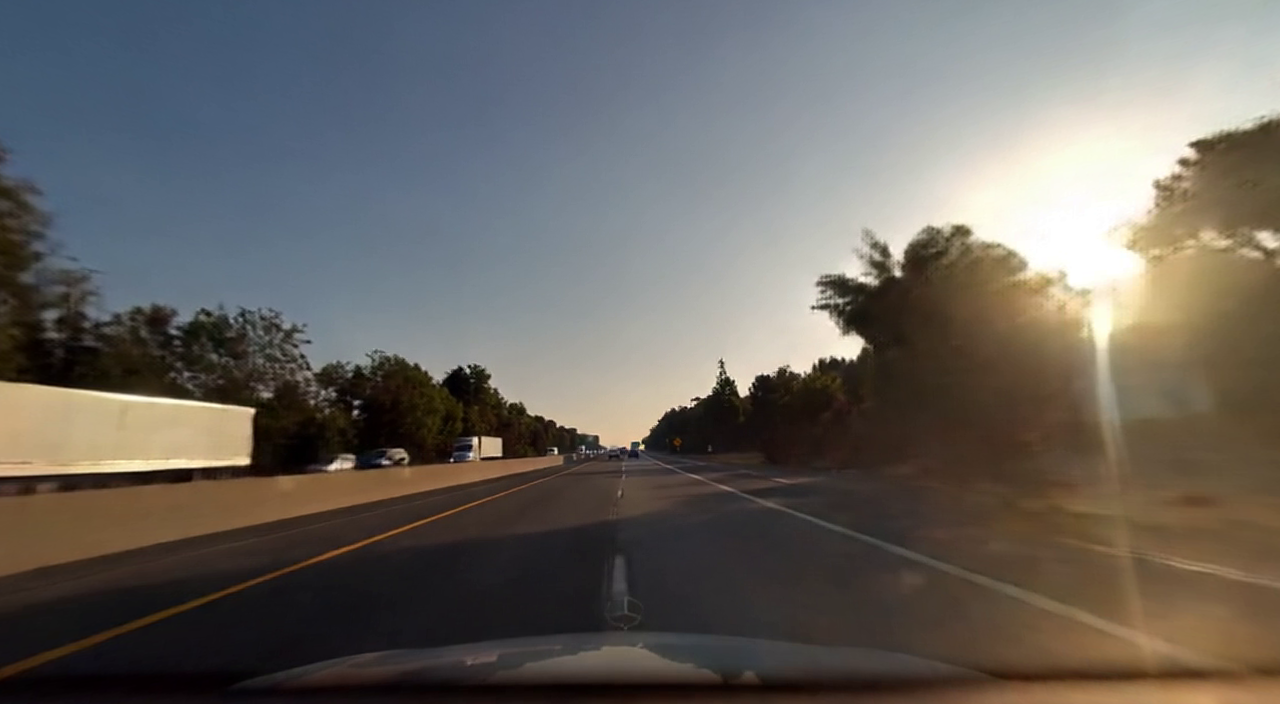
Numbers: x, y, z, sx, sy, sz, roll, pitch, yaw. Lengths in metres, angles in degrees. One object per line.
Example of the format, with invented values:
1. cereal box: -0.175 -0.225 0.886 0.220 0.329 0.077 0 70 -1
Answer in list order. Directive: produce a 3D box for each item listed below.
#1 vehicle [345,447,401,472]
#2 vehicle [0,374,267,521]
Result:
1. vehicle: -16.621 6.696 39.483 1.809 1.431 4.150 0 -9 -2
2. vehicle: -20.757 3.654 24.104 2.936 4.356 16.937 0 -9 -1
